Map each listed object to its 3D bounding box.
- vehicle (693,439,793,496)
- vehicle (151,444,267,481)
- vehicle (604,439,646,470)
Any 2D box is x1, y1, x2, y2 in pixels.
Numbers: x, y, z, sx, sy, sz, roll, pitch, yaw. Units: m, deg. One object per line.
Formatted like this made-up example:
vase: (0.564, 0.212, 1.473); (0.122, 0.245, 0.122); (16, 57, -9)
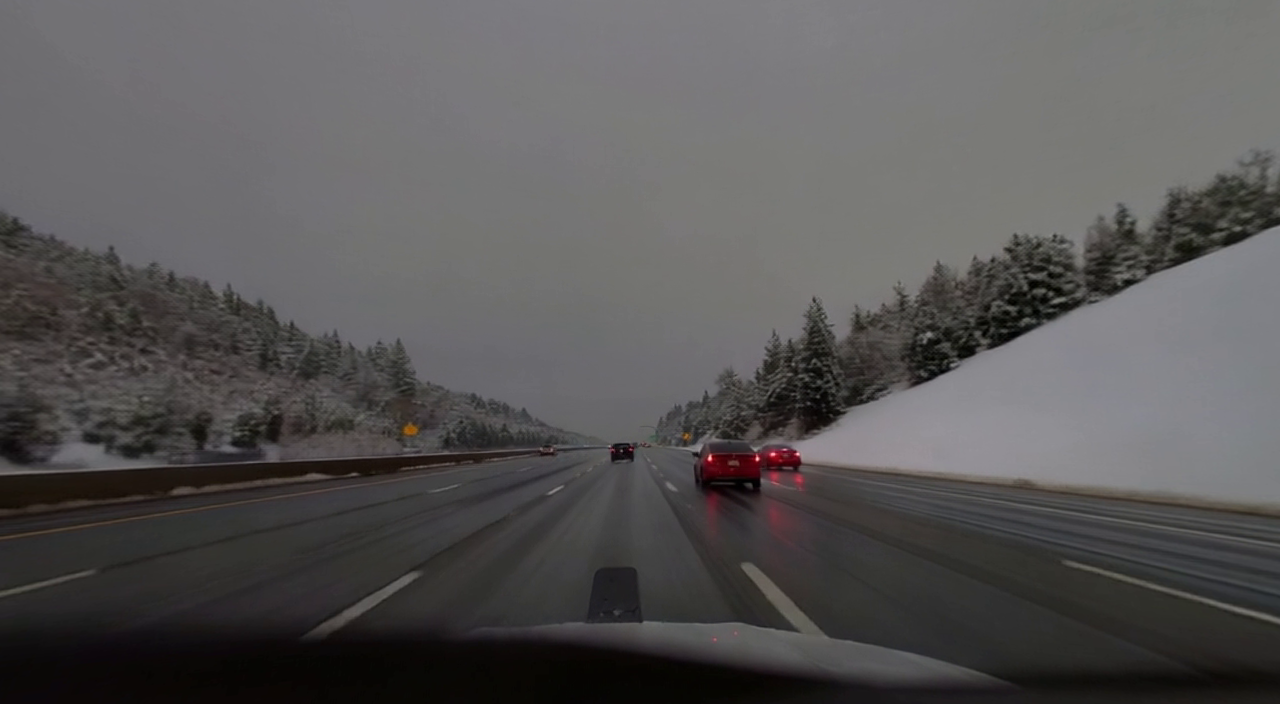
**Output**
vehicle: (2.959, 3.442, 19.307); (2.120, 1.492, 4.734); (0, -8, -2)
vehicle: (-22.626, 5.786, 33.536); (2.492, 1.756, 5.166); (0, -8, 0)
vehicle: (-0.831, 5.944, 36.651); (2.277, 1.675, 4.023); (0, -8, 0)
